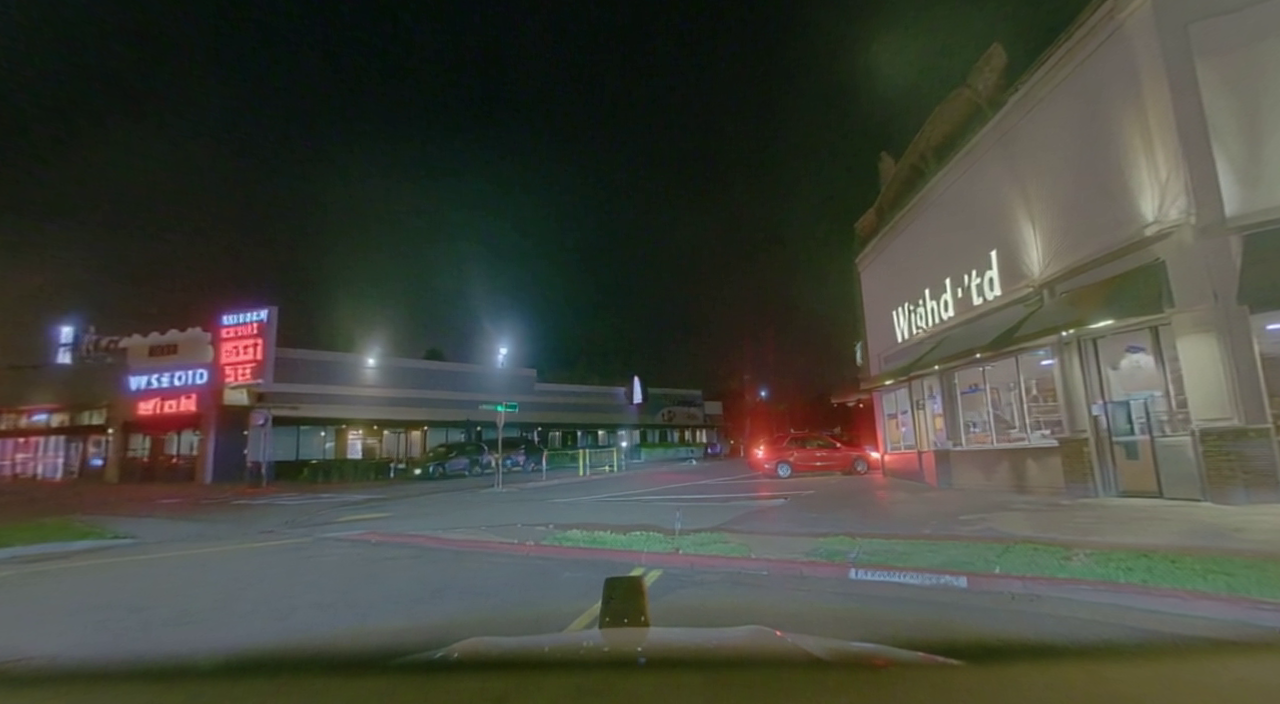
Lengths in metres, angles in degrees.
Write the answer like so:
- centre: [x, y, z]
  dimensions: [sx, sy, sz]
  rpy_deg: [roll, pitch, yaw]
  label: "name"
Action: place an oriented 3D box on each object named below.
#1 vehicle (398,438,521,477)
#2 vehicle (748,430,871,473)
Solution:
- centre: [-7.866, 4.615, 27.656]
  dimensions: [4.814, 1.618, 1.869]
  rpy_deg: [-2, -9, 11]
  label: "vehicle"
- centre: [7.174, 4.206, 26.781]
  dimensions: [4.706, 1.663, 1.993]
  rpy_deg: [-4, -9, 25]
  label: "vehicle"
